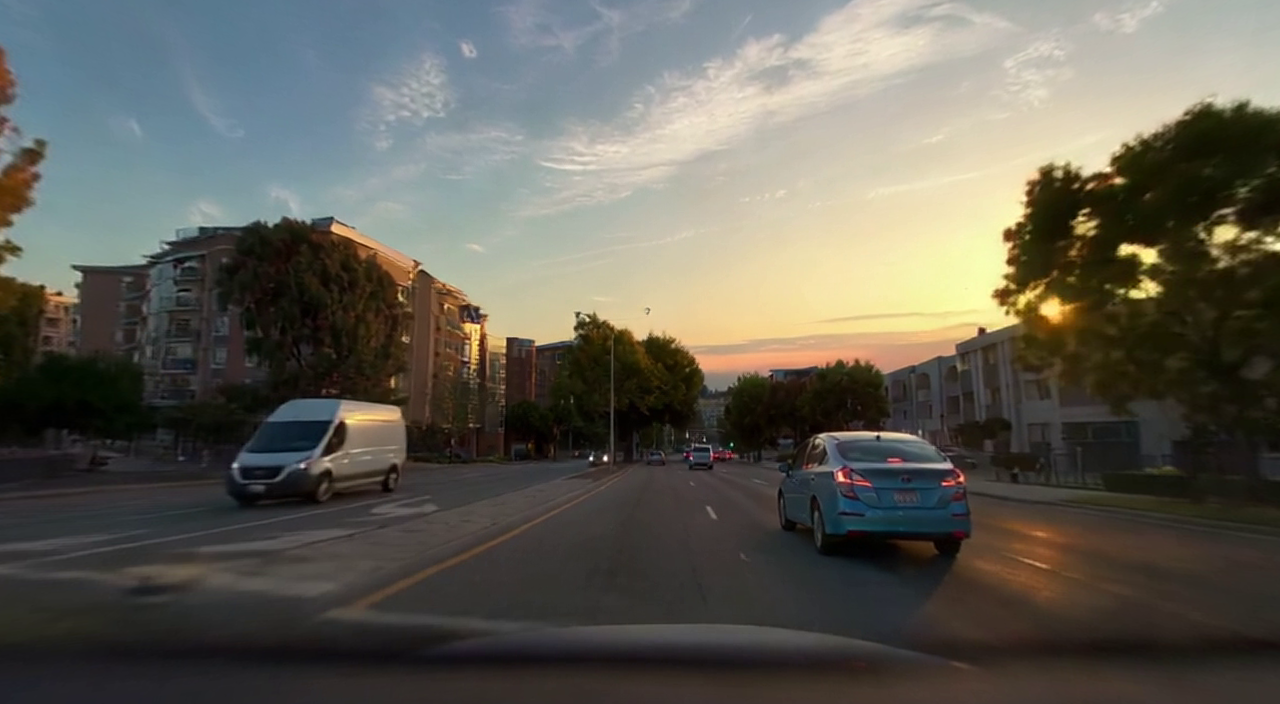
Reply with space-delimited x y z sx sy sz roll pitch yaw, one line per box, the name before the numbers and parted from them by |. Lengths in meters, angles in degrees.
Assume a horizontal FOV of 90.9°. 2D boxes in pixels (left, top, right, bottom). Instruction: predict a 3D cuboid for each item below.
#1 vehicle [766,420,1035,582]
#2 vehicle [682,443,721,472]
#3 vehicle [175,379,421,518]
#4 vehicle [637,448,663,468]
vehicle | 3.053 1.821 8.461 1.901 1.634 3.952 0 -9 0
vehicle | 4.098 7.130 42.884 2.154 1.844 4.634 0 -9 0
vehicle | -8.420 2.528 16.812 2.524 2.885 6.868 1 -9 1
vehicle | 0.759 8.286 49.573 1.991 1.477 3.814 0 -9 1
